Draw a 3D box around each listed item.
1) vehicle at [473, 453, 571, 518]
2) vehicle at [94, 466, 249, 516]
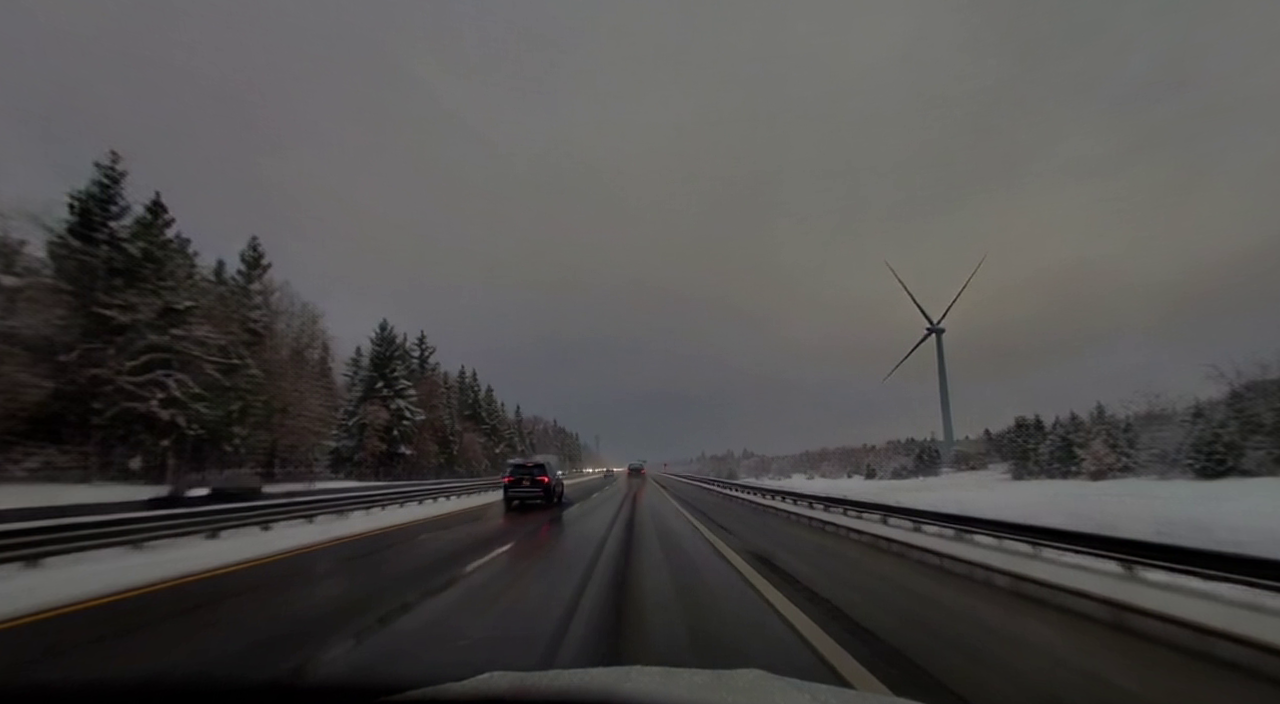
[{"bbox_3d":[-3.472,4.069,19.482,2.124,1.705,4.440,1,-11,1],"label":"vehicle"},{"bbox_3d":[-15.665,4.654,21.405,1.909,1.482,4.236,1,-11,1],"label":"vehicle"}]
